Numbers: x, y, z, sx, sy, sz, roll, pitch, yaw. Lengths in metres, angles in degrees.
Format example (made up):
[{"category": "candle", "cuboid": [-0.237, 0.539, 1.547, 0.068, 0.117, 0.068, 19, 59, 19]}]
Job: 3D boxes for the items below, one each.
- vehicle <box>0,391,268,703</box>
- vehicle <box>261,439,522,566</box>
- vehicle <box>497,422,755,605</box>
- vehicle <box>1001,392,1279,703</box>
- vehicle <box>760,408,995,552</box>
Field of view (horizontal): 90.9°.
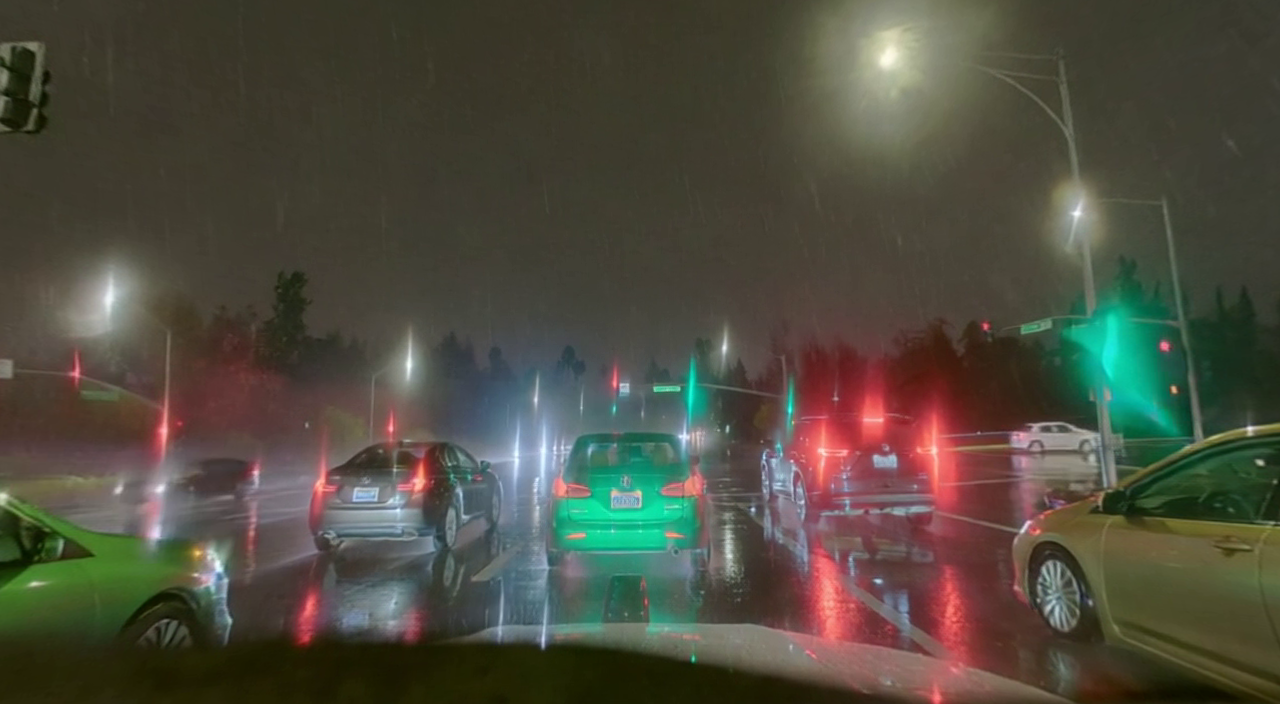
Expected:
[{"category": "vehicle", "cuboid": [-3.480, 0.849, 1.830, 2.016, 1.547, 4.414, 0, -8, 1]}, {"category": "vehicle", "cuboid": [-3.304, 2.071, 9.533, 1.995, 1.436, 4.373, -1, -8, 3]}, {"category": "vehicle", "cuboid": [-0.132, 1.652, 7.376, 2.140, 1.499, 4.119, 0, -8, 0]}, {"category": "vehicle", "cuboid": [3.937, 0.967, 3.096, 1.800, 1.519, 4.198, 0, -8, 0]}, {"category": "vehicle", "cuboid": [3.303, 1.869, 9.839, 1.992, 1.744, 4.183, 0, -8, 0]}]
